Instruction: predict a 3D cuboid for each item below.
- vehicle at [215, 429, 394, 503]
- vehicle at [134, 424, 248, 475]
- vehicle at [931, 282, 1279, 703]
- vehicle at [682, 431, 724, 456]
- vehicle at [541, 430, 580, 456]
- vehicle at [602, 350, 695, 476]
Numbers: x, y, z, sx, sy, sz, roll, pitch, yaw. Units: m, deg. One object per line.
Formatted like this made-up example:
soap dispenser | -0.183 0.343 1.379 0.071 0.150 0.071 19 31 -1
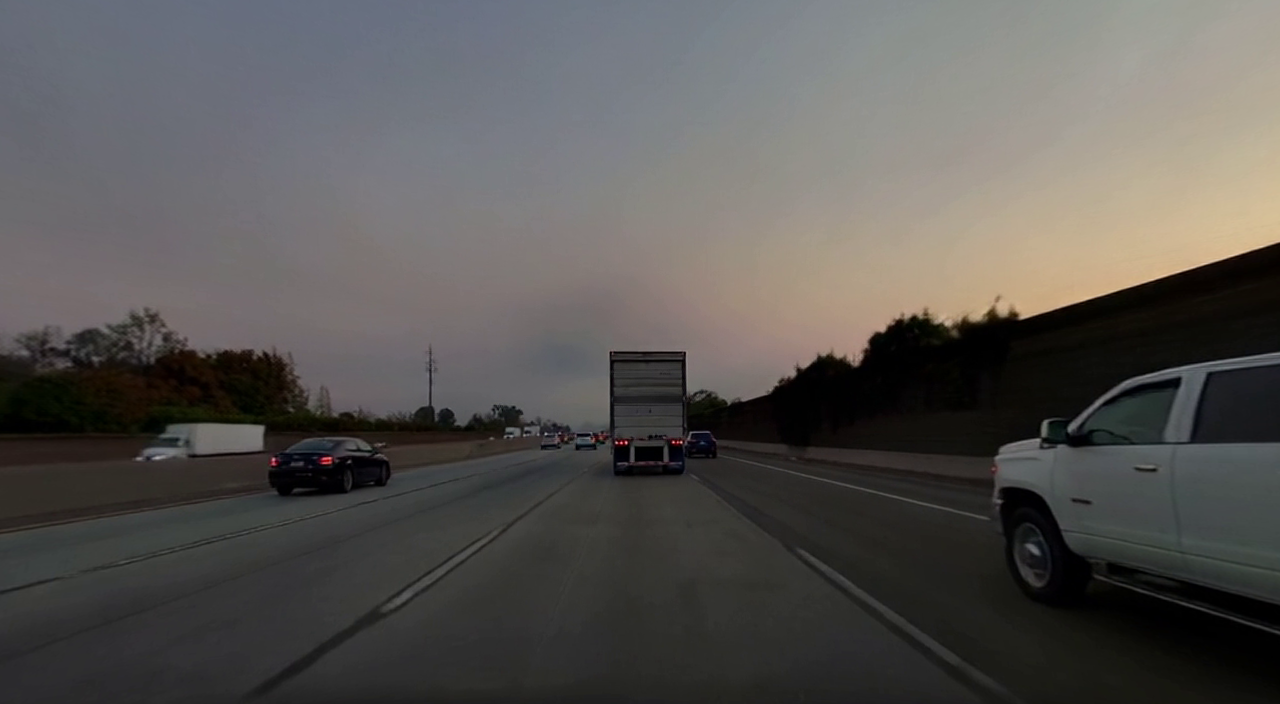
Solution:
vehicle | -7.660 2.610 14.917 2.059 1.500 4.001 0 -8 -1
vehicle | -27.349 5.940 38.701 2.282 2.848 6.389 0 -8 -1
vehicle | 3.632 0.693 2.918 2.118 1.832 4.901 0 -8 -1
vehicle | 3.900 5.773 39.893 2.044 1.508 4.716 0 -8 -2
vehicle | -5.199 6.029 41.802 2.134 1.650 4.133 0 -8 -1
vehicle | 0.014 2.596 24.981 2.904 3.915 10.473 0 -8 -3
